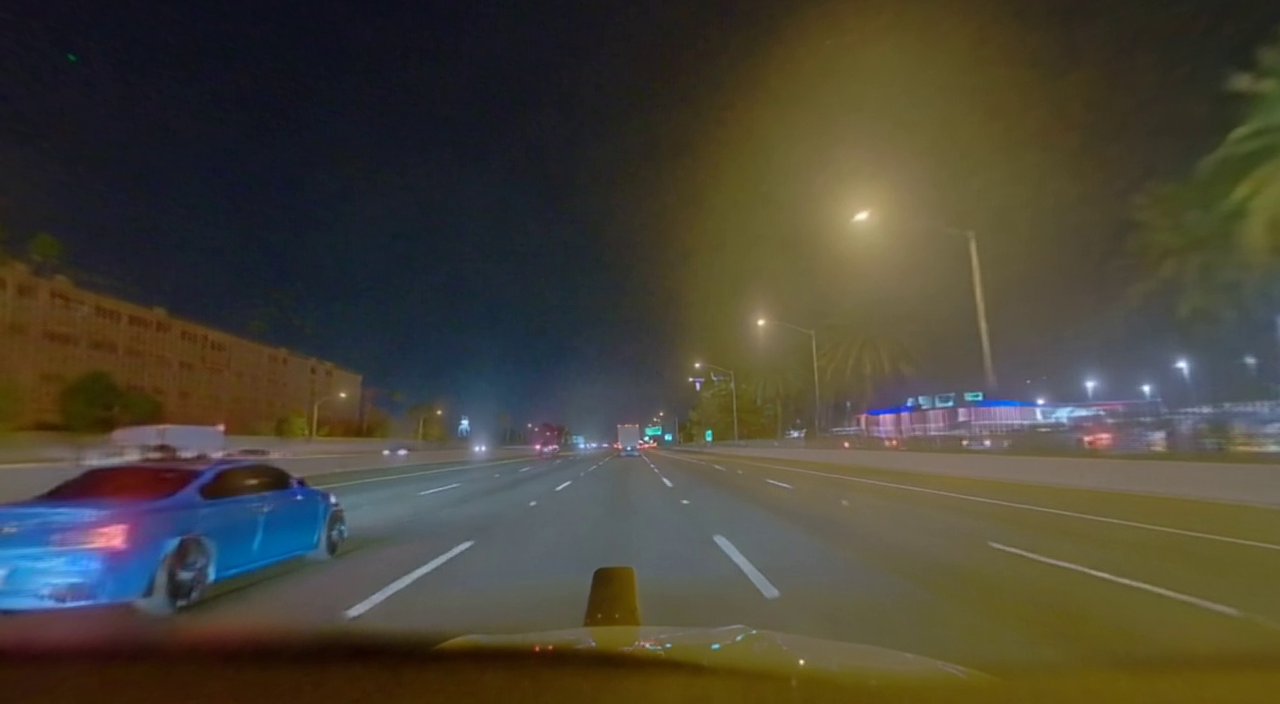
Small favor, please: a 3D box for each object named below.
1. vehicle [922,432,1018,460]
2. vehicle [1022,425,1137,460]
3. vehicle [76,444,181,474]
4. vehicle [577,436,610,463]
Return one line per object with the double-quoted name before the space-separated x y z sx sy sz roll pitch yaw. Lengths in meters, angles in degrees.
"vehicle" 22.720 6.489 43.646 5.372 1.852 2.284 0 -8 -1
"vehicle" 23.586 4.873 34.032 4.675 1.823 2.059 0 -8 -2
"vehicle" -29.615 6.213 36.845 2.045 1.597 4.864 0 -9 0
"vehicle" -3.598 7.690 49.899 2.390 2.007 4.901 0 -9 -1
